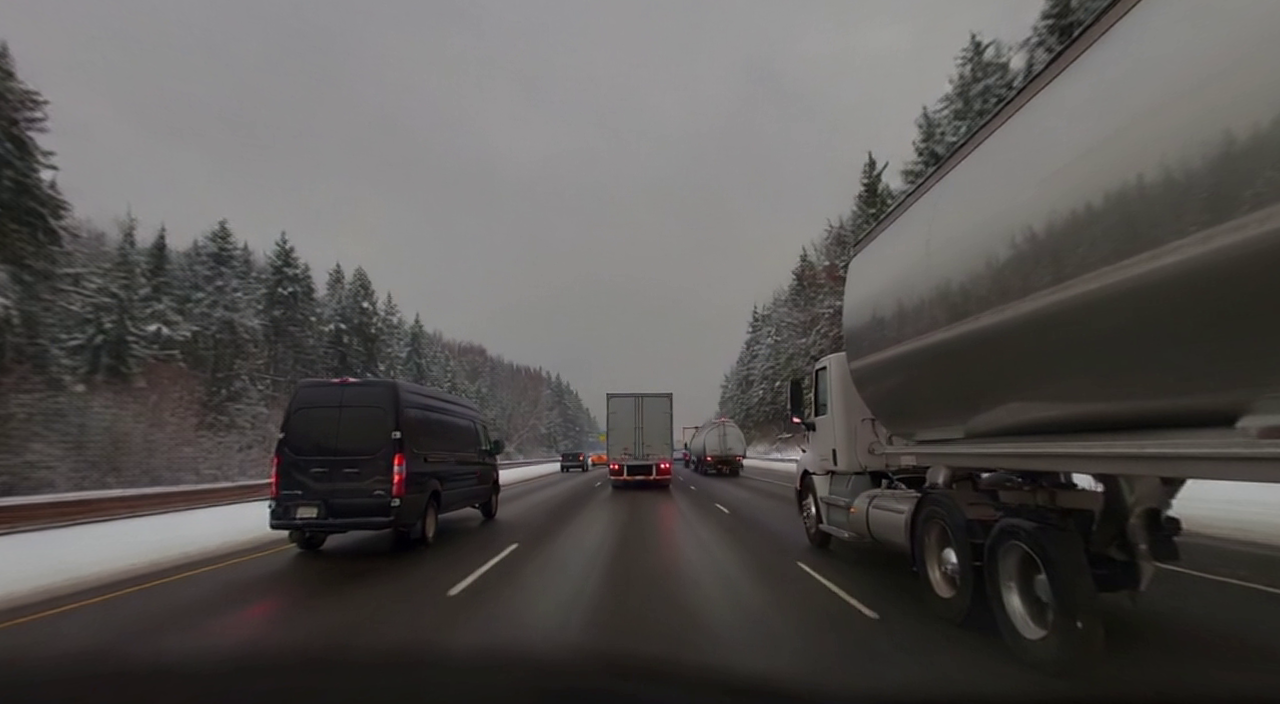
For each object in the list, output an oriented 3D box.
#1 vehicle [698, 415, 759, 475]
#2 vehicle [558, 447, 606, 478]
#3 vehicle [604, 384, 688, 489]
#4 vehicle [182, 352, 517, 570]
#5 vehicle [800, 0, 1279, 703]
[{"bbox_3d":[5.685,6.357,42.677,2.706,3.500,11.483,0,-9,1],"label":"vehicle"},{"bbox_3d":[-3.247,6.279,36.085,2.134,1.652,4.439,0,-9,3],"label":"vehicle"},{"bbox_3d":[0.129,3.544,25.647,2.773,3.455,9.118,0,-9,-1],"label":"vehicle"},{"bbox_3d":[-4.039,1.768,10.650,2.525,2.572,6.260,0,-9,1],"label":"vehicle"},{"bbox_3d":[4.341,-0.009,4.722,3.139,4.152,11.915,0,-9,0],"label":"vehicle"}]
